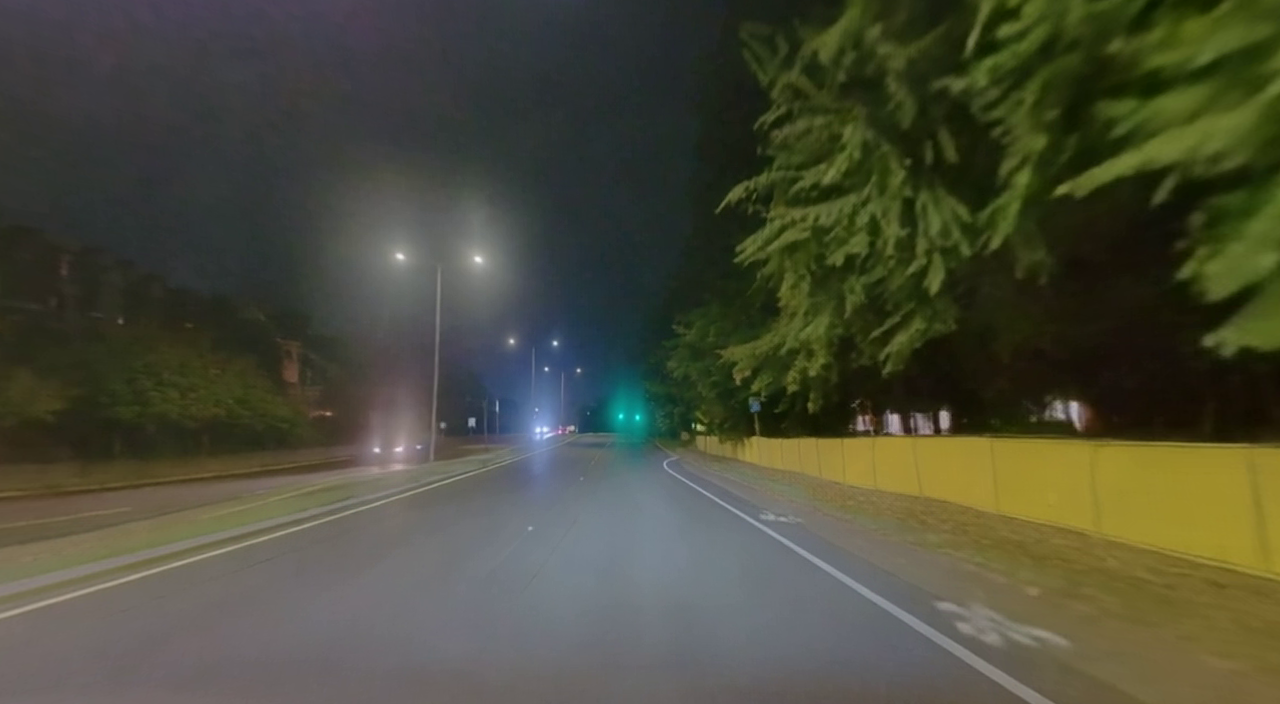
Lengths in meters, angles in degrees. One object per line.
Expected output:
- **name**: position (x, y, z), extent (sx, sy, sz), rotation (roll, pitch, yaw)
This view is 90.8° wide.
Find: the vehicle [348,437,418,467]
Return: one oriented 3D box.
- **vehicle**: position (-14.249, 5.583, 35.326), extent (1.969, 1.563, 4.648), rotation (0, -9, 0)
